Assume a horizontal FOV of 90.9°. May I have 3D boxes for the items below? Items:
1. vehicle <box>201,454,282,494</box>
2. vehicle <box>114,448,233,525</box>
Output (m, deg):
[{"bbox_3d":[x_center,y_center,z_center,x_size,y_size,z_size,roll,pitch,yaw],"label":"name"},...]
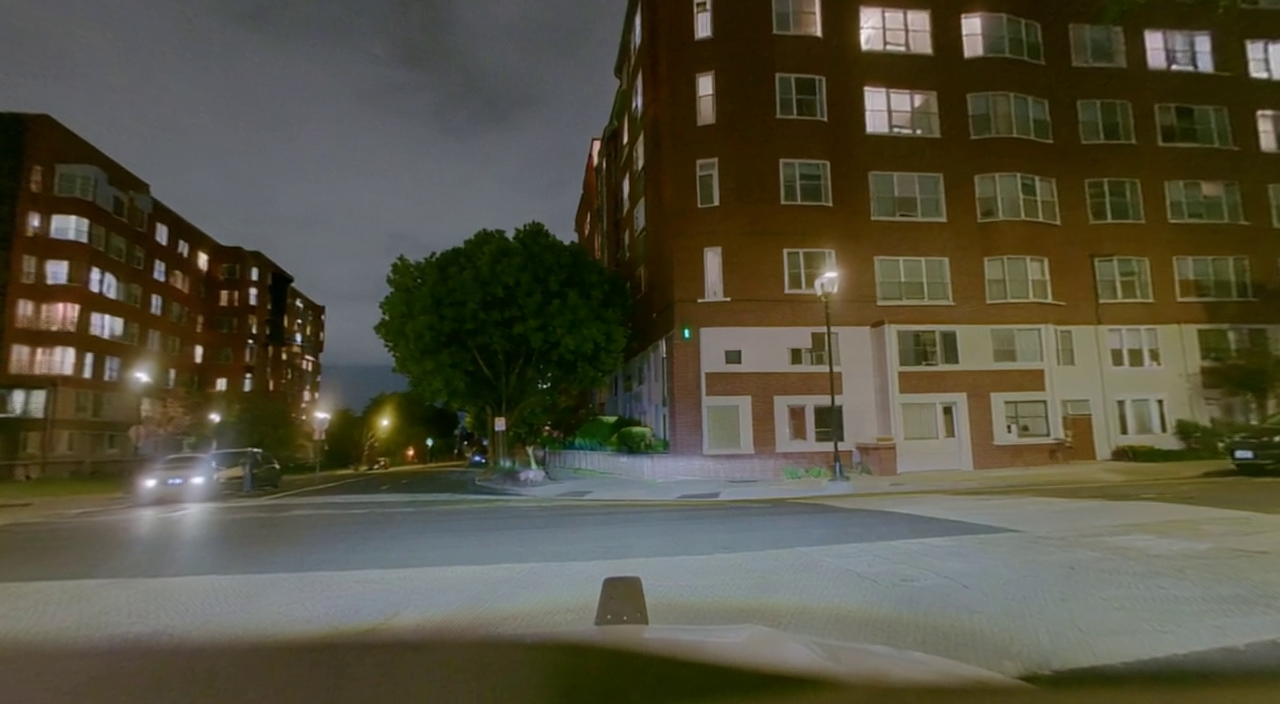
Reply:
[{"bbox_3d":[-17.203,5.243,27.442,1.941,1.442,4.384,1,-8,-18],"label":"vehicle"},{"bbox_3d":[-11.435,3.172,15.570,2.027,1.475,4.522,3,-9,-36],"label":"vehicle"}]
